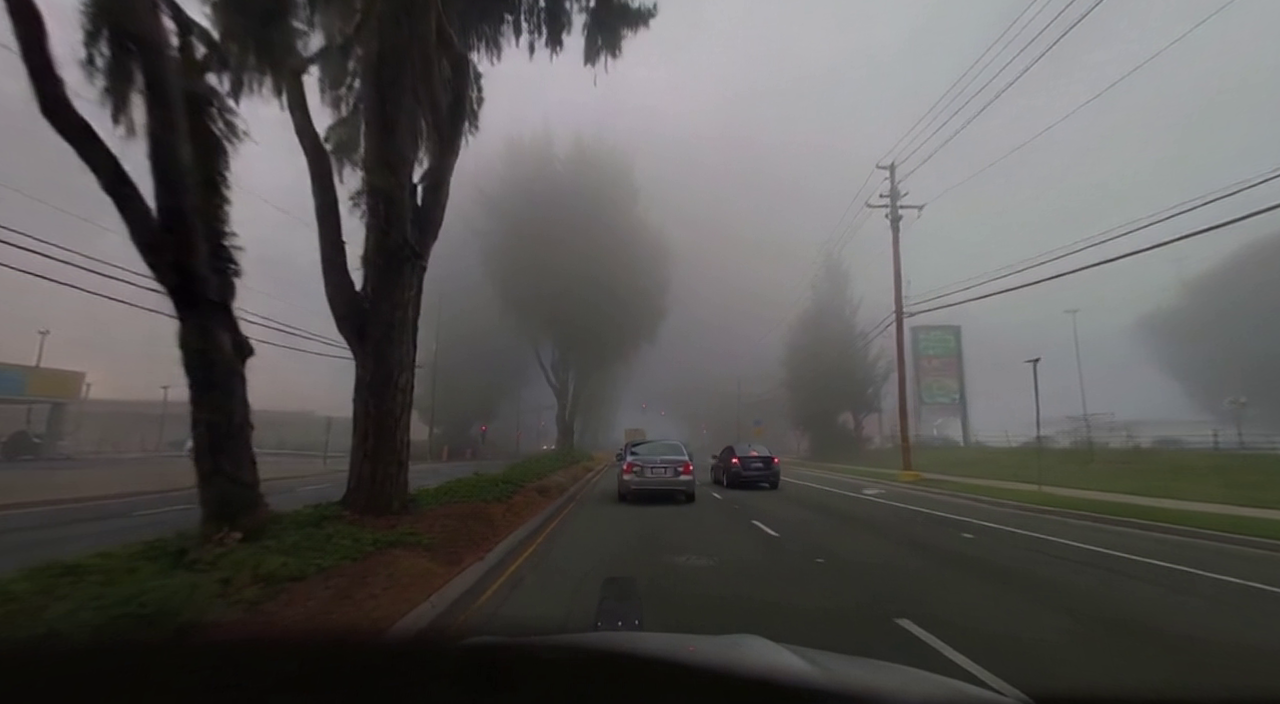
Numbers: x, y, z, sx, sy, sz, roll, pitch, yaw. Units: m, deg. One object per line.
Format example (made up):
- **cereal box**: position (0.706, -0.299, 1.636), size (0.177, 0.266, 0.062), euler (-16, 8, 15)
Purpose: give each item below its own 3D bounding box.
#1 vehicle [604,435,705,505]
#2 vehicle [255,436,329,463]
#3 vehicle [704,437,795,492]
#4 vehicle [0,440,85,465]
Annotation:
- **vehicle**: position (0.231, 2.800, 15.433), size (2.144, 1.473, 4.028), euler (0, -8, -2)
- **vehicle**: position (-26.038, 7.295, 47.223), size (4.687, 1.894, 2.149), euler (4, -9, -28)
- **vehicle**: position (3.172, 3.346, 19.158), size (1.985, 1.489, 4.036), euler (0, -8, -1)
- **vehicle**: position (-38.699, 6.383, 40.117), size (1.804, 1.478, 4.485), euler (-4, -8, 26)
